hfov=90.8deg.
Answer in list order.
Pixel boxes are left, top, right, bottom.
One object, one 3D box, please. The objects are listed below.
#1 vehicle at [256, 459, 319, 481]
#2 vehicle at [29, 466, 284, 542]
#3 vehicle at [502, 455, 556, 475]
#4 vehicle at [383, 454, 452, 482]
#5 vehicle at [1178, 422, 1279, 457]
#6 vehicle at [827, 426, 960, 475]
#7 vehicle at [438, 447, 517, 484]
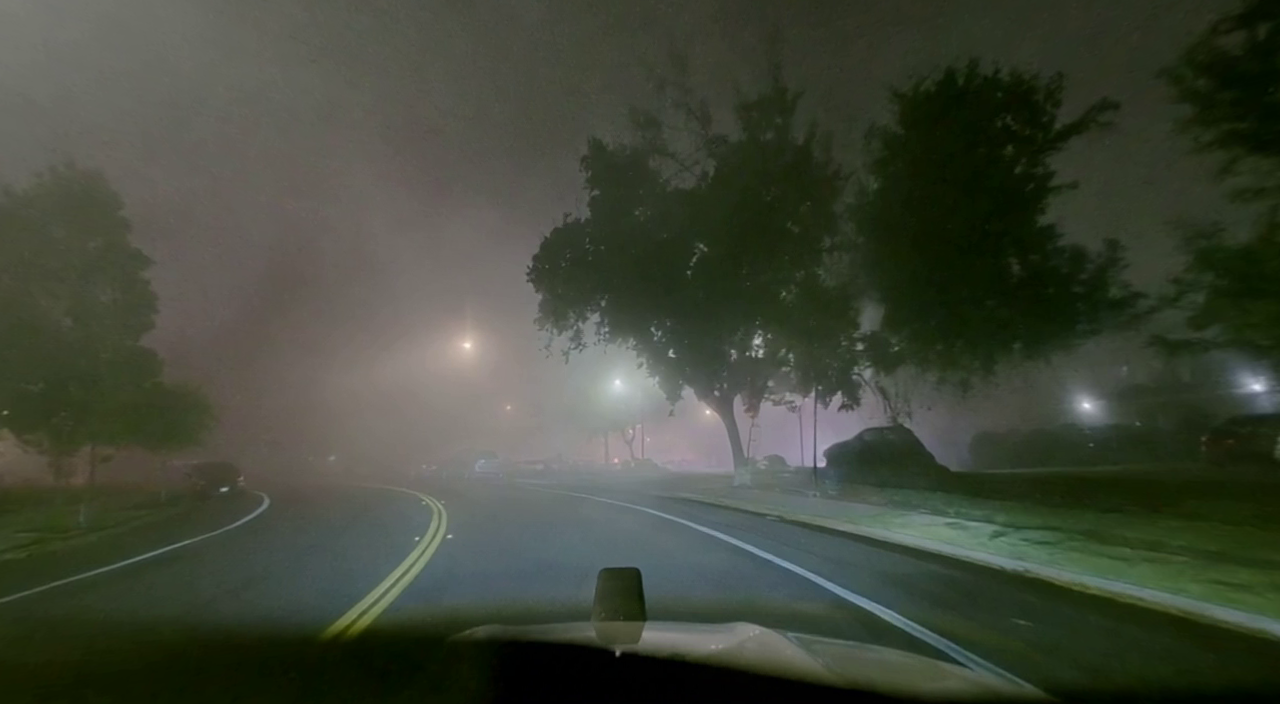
[{"bbox_3d":[-26.610,8.865,47.677,4.713,1.508,1.884,-5,-10,30],"label":"vehicle"},{"bbox_3d":[-11.909,3.743,16.509,2.876,1.170,6.732,-2,-8,-15],"label":"vehicle"},{"bbox_3d":[-8.483,8.675,48.796,2.218,1.373,4.156,-4,-9,22],"label":"vehicle"},{"bbox_3d":[-13.803,7.117,39.006,4.579,1.509,2.066,-8,-12,43],"label":"vehicle"},{"bbox_3d":[24.703,3.614,26.010,3.467,1.375,1.566,-4,-10,24],"label":"vehicle"},{"bbox_3d":[9.205,3.594,23.097,4.248,1.657,1.940,-3,-10,23],"label":"vehicle"},{"bbox_3d":[-8.679,5.942,33.448,2.289,1.785,4.944,6,-11,-37],"label":"vehicle"}]
